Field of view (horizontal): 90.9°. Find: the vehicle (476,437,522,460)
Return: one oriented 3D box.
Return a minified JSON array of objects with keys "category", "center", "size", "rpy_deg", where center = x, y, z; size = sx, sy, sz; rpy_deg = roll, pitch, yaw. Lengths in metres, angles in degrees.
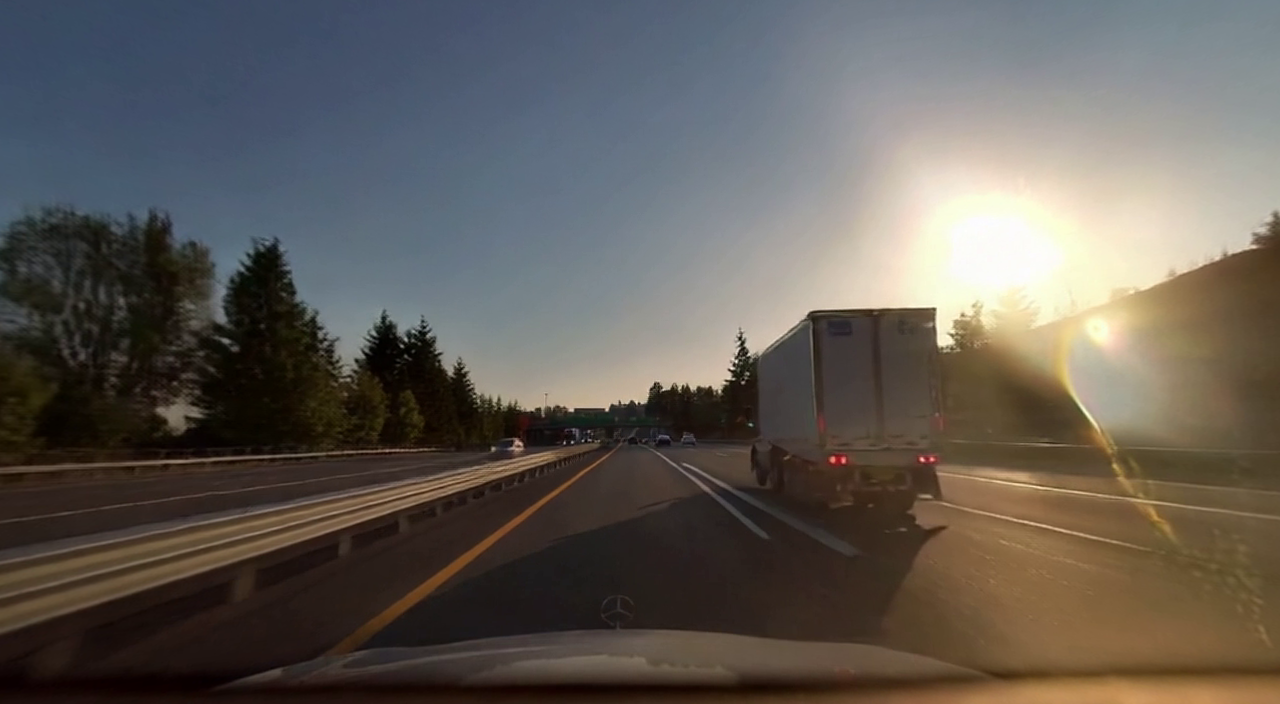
[{"category":"vehicle","center":[-9.529,6.539,42.931],"size":[2.106,1.457,4.262],"rpy_deg":[0,-8,0]}]

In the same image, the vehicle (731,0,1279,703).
[{"category":"vehicle","center":[3.535,0.150,6.495],"size":[2.954,3.995,13.335],"rpy_deg":[0,-8,-1]}]
